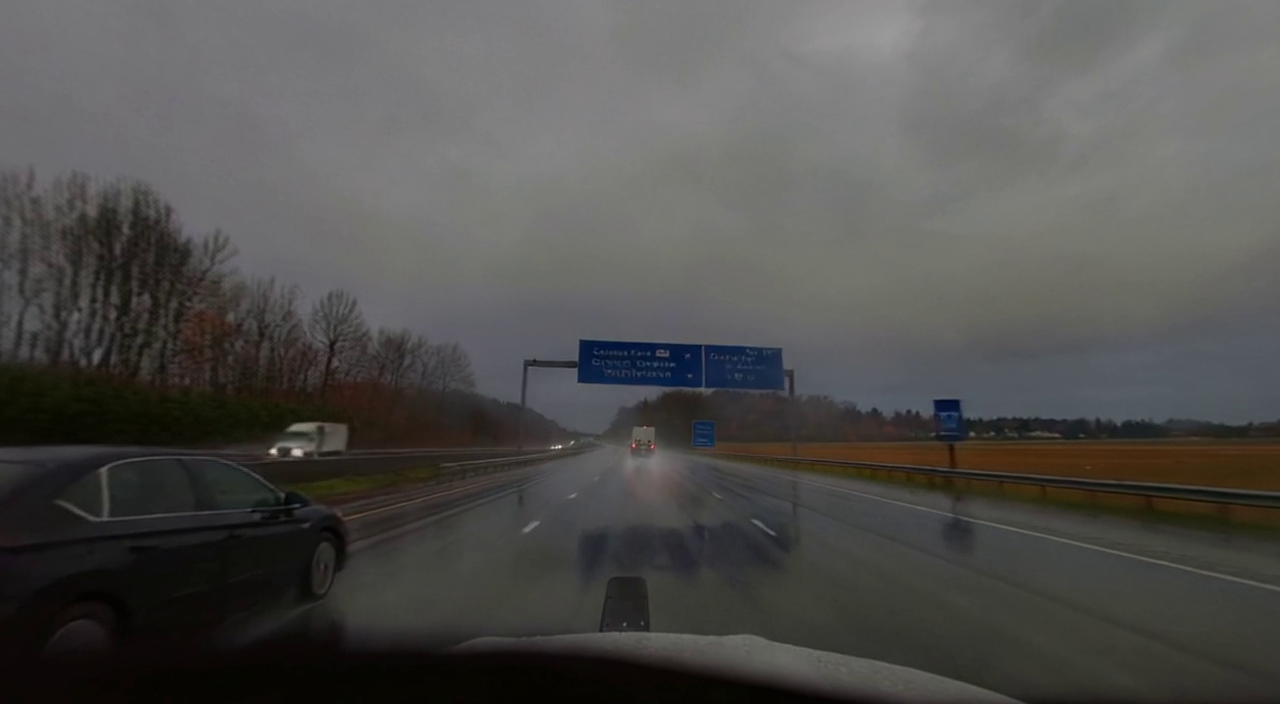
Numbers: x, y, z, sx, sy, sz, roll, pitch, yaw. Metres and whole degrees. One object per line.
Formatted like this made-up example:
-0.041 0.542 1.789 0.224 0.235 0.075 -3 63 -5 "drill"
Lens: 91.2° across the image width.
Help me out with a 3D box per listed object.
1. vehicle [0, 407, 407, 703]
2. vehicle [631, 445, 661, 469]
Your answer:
-3.383 1.218 4.036 2.012 1.500 4.452 0 -9 1 "vehicle"
0.367 6.795 40.894 1.859 1.478 3.799 0 -9 0 "vehicle"
